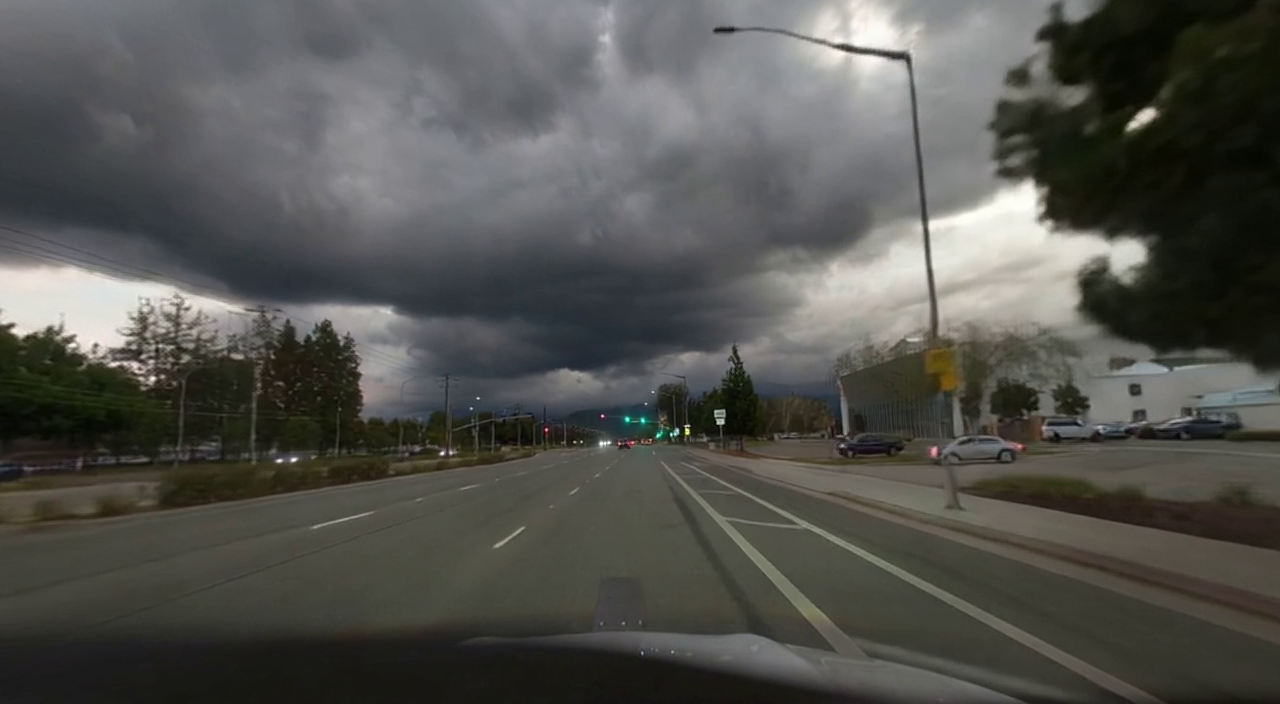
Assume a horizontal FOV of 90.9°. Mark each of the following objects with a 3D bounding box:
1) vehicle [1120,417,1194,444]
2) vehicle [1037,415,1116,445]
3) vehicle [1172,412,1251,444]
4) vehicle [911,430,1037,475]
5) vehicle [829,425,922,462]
[{"bbox_3d":[33.520,5.127,40.870,4.287,1.622,2.088,4,-9,-28],"label":"vehicle"},{"bbox_3d":[30.965,5.570,44.686,5.675,1.978,2.229,5,-10,-30],"label":"vehicle"},{"bbox_3d":[34.746,4.658,38.310,4.388,1.793,1.961,4,-9,-27],"label":"vehicle"},{"bbox_3d":[14.692,4.417,27.916,4.388,1.446,1.808,-6,-7,1],"label":"vehicle"},{"bbox_3d":[14.211,5.550,38.222,4.702,1.853,2.069,-4,-8,2],"label":"vehicle"}]
